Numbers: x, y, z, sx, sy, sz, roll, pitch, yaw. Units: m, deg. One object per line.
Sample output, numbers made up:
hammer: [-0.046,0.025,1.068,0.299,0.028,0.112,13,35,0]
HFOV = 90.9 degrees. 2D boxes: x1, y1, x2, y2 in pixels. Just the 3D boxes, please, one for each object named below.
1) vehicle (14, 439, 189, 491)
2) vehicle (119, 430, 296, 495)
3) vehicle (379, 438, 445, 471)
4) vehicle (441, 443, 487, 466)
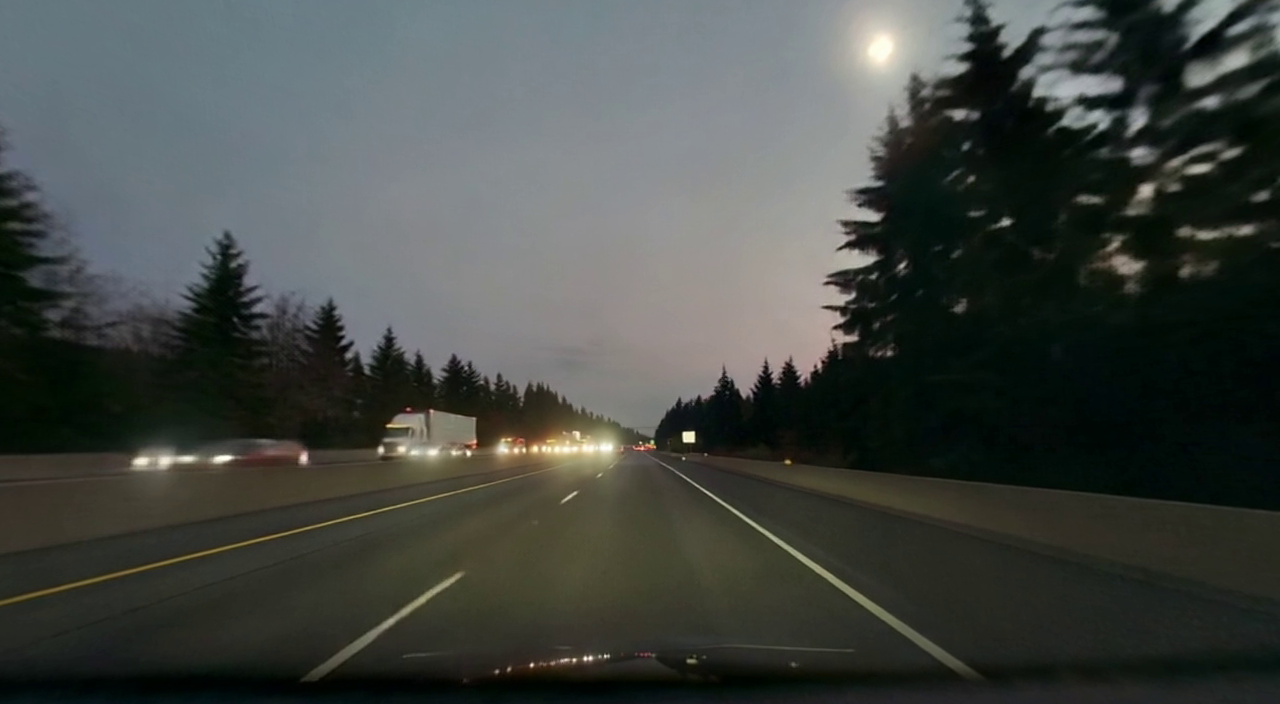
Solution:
vehicle: [-17.068,3.583,20.308,1.955,1.476,4.119,0,-9,0]
vehicle: [-12.738,3.285,19.042,2.007,1.684,4.613,0,-9,0]
vehicle: [-12.717,5.742,35.442,1.932,1.742,4.577,0,-9,1]
vehicle: [-12.456,7.305,44.910,1.995,1.557,4.654,0,-9,0]
